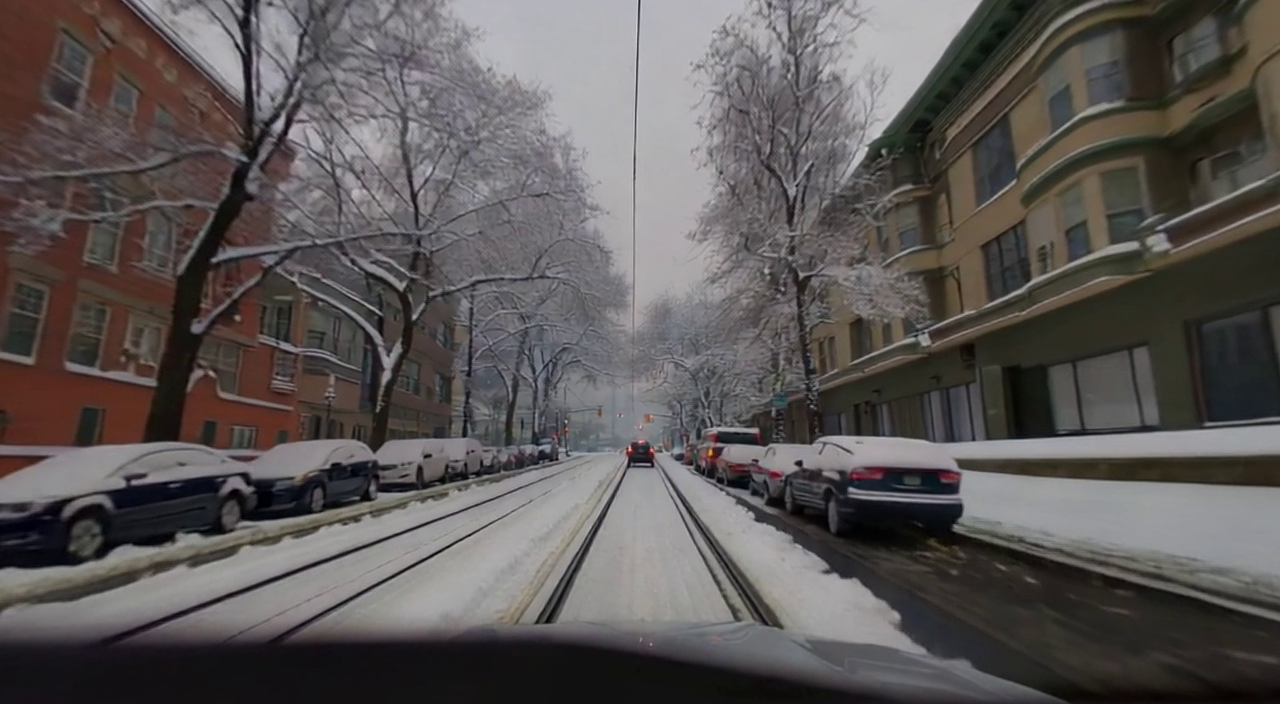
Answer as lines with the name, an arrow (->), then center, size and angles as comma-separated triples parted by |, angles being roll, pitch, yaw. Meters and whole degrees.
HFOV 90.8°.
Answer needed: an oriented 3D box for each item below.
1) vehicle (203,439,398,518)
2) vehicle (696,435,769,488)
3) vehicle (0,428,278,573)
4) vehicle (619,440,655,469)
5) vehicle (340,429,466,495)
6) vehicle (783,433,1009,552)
vehicle -> -7.374, 2.771, 14.437 | 1.833, 1.477, 4.851 | 0, -9, -1
vehicle -> 3.825, 4.622, 27.416 | 2.242, 2.000, 6.340 | 1, -8, 0
vehicle -> -7.319, 1.958, 8.926 | 1.756, 1.492, 4.426 | 2, -10, -1
vehicle -> -0.176, 5.802, 35.885 | 1.984, 1.571, 3.404 | 0, -9, 0
vehicle -> -7.294, 3.448, 20.146 | 2.049, 1.821, 5.066 | 0, -9, 0
vehicle -> 3.878, 2.181, 10.546 | 1.890, 1.559, 4.281 | 0, -9, -1
